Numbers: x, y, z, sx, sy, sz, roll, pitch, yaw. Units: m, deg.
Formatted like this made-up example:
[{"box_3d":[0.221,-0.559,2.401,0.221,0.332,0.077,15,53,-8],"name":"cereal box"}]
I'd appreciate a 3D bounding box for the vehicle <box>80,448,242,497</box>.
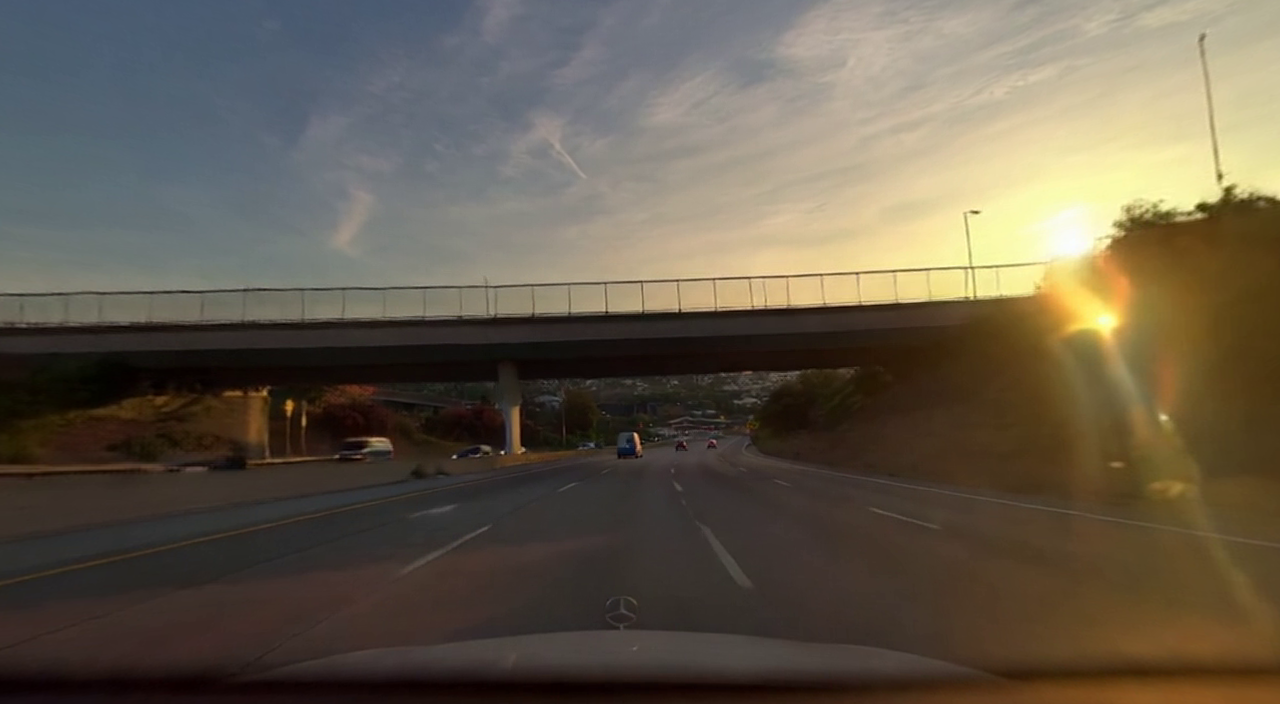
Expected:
[{"box_3d":[-16.960,4.256,22.777,1.978,1.510,4.771,0,-8,2],"name":"vehicle"}]
